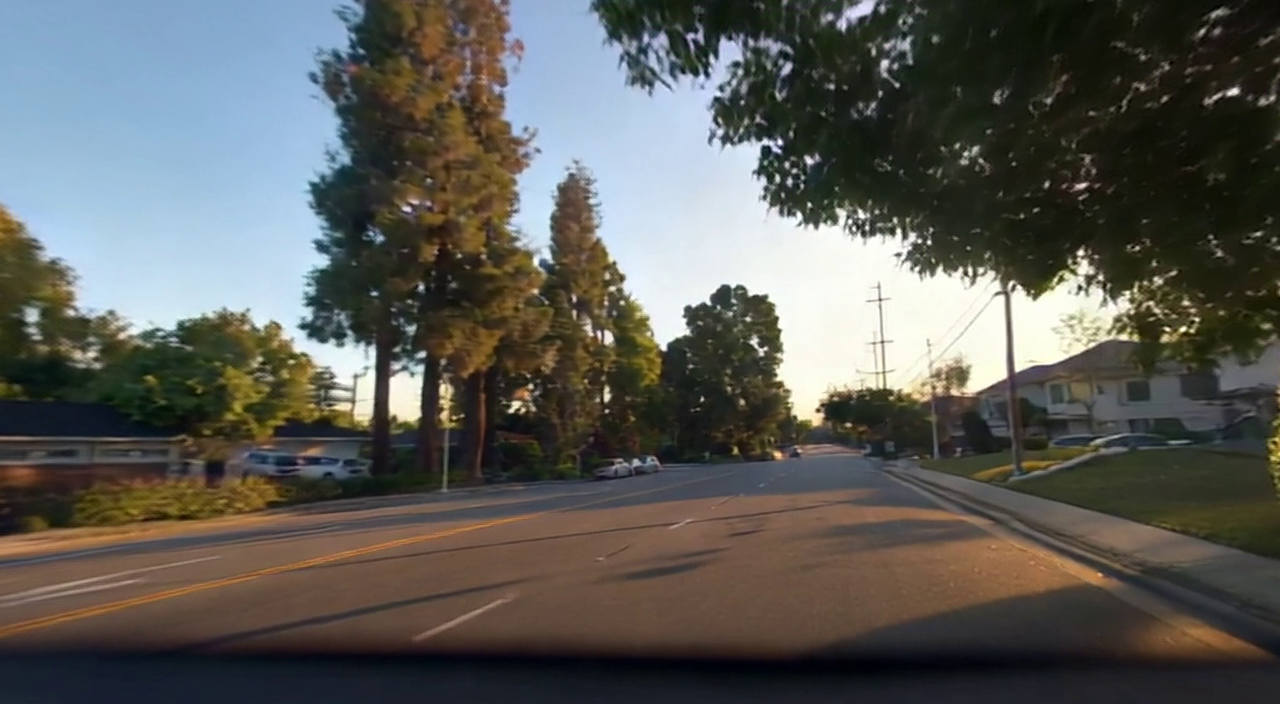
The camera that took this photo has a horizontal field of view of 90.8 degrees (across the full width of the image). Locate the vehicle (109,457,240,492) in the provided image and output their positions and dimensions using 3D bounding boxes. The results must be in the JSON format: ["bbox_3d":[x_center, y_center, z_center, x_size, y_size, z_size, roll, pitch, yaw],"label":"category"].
[{"bbox_3d":[-21.163,5.514,28.772,4.937,1.445,2.048,-3,-9,15],"label":"vehicle"}]

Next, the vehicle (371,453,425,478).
[{"bbox_3d":[-16.322,7.655,42.889,1.769,1.414,4.434,1,-8,2],"label":"vehicle"}]

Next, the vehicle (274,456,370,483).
[{"bbox_3d":[-18.140,6.689,36.177,4.326,1.452,2.121,-1,-9,5],"label":"vehicle"}]

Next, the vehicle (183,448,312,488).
[{"bbox_3d":[-20.028,5.878,32.282,5.866,1.877,2.280,-3,-9,19],"label":"vehicle"}]

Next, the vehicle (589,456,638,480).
[{"bbox_3d":[-1.778,8.068,44.025,1.936,1.489,4.311,-3,-9,19],"label":"vehicle"}]
